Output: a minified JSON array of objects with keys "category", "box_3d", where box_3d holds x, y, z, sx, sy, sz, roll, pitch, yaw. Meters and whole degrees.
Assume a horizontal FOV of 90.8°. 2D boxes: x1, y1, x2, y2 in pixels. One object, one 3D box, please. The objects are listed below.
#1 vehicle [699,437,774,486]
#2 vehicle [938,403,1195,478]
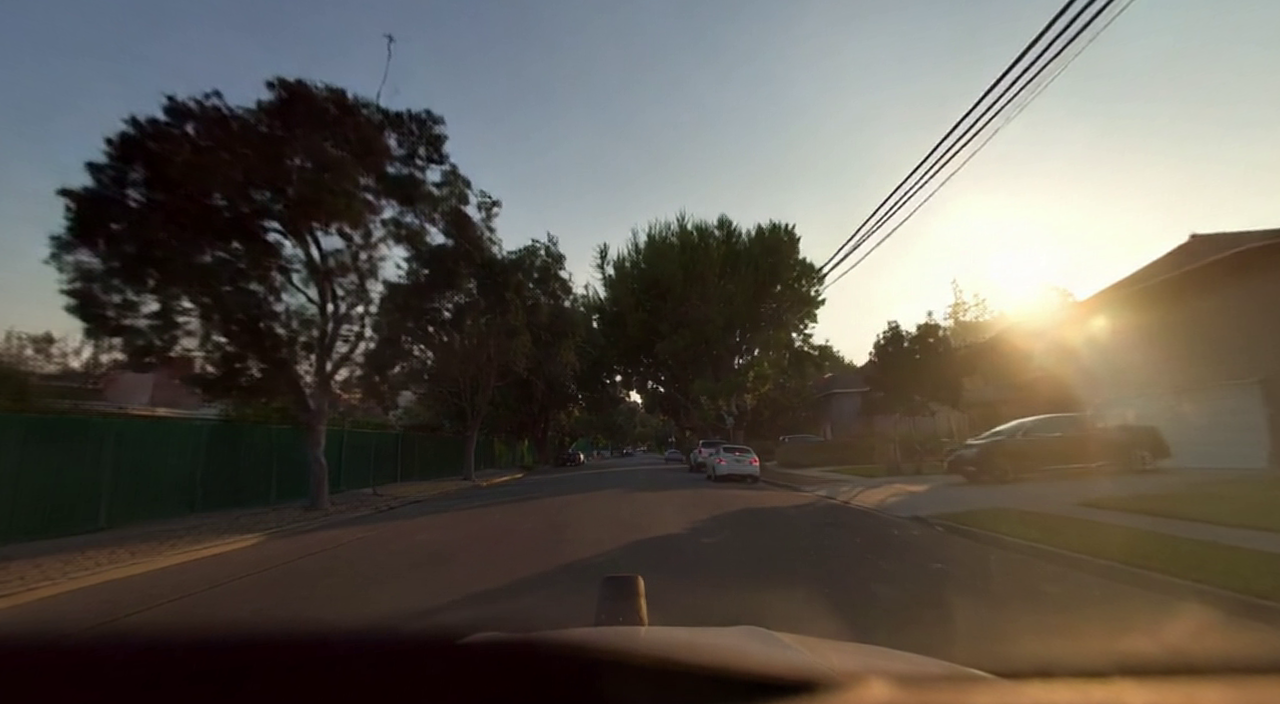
[{"category":"vehicle","box_3d":[3.578,4.173,24.449,2.122,1.673,4.876,0,-9,0]},{"category":"vehicle","box_3d":[10.879,2.307,16.468,5.046,1.800,2.201,0,-8,0]}]
